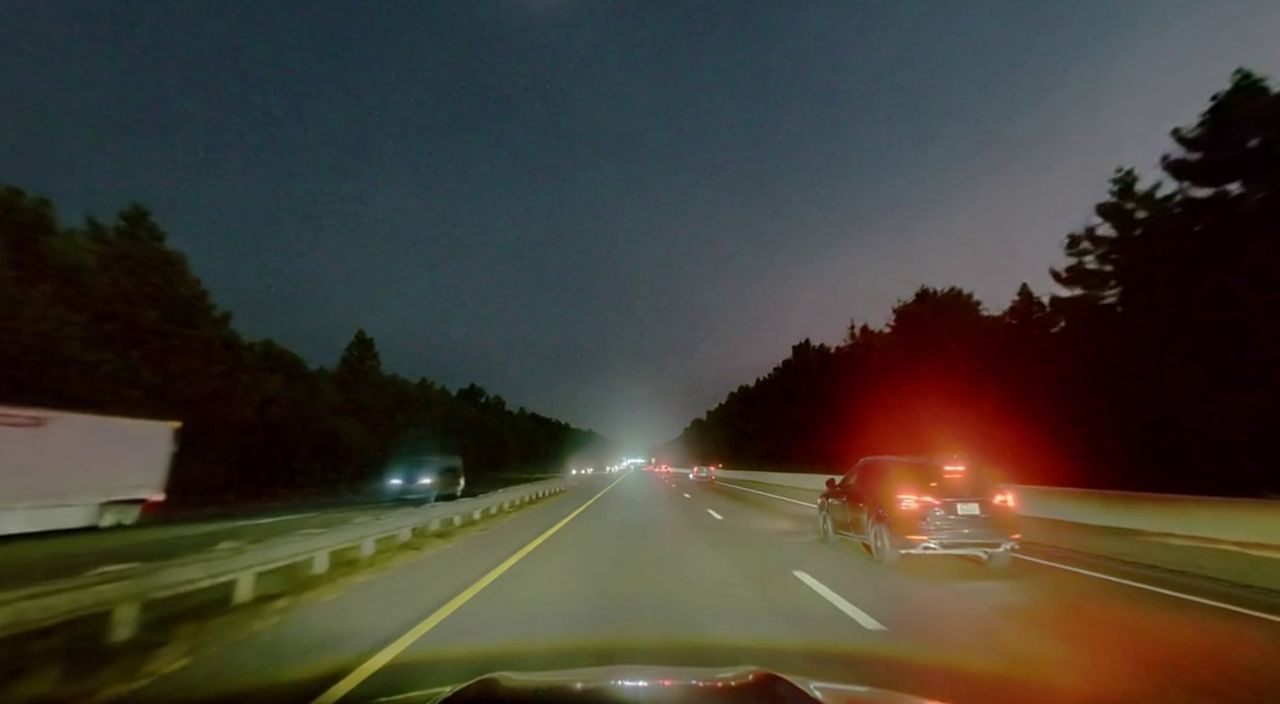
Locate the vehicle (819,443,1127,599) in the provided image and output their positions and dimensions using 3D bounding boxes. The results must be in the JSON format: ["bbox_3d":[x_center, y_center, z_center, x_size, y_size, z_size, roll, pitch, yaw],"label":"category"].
[{"bbox_3d":[3.863,2.038,8.257,1.825,1.494,3.959,1,-10,0],"label":"vehicle"}]

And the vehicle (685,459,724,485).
[{"bbox_3d":[4.122,7.826,41.022,2.156,1.569,3.821,1,-10,0],"label":"vehicle"}]

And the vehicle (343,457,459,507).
[{"bbox_3d":[-8.018,4.420,21.678,2.206,1.513,4.401,1,-10,1],"label":"vehicle"}]
